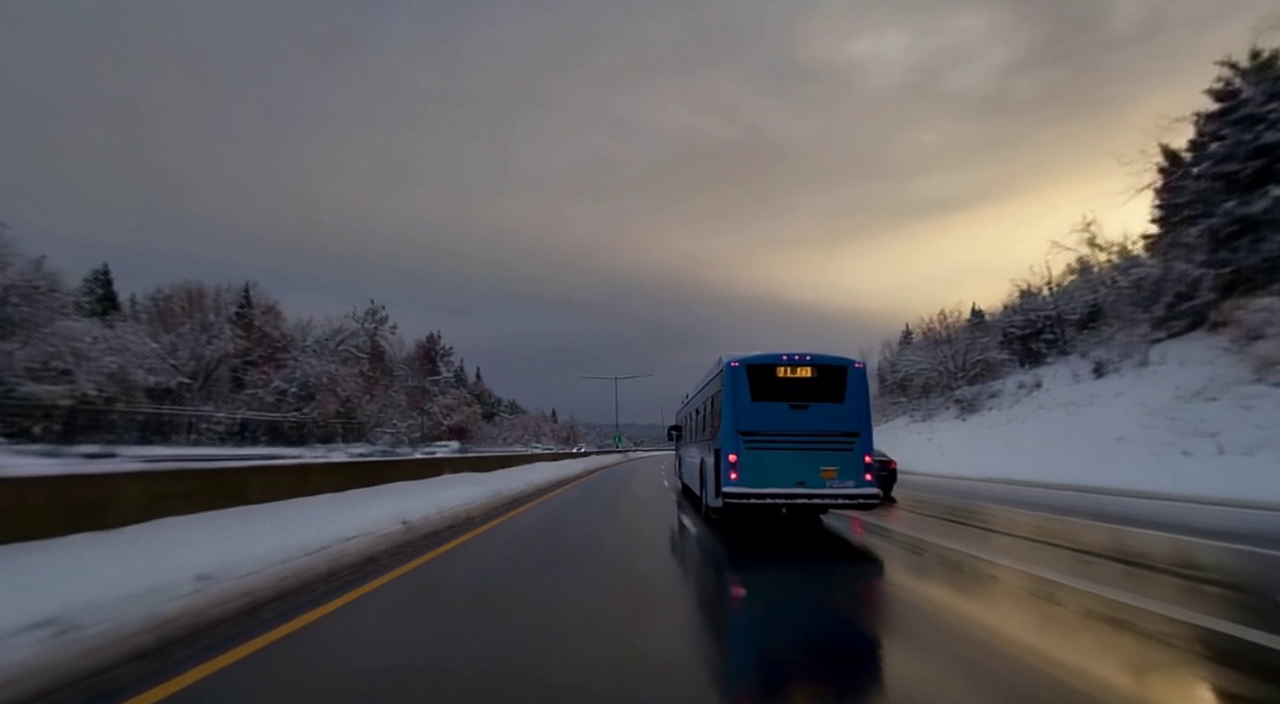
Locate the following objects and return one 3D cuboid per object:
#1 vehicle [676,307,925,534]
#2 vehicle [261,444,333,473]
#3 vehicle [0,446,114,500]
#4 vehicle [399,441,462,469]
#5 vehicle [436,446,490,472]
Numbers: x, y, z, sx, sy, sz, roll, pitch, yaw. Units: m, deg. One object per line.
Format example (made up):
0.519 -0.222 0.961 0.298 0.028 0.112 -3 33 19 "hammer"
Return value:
2.902 2.118 17.236 3.144 3.580 14.591 0 -9 1 "vehicle"
-21.620 6.689 40.048 1.942 1.712 4.495 0 -9 1 "vehicle"
-18.853 3.612 19.175 1.900 1.479 4.436 0 -9 1 "vehicle"
-14.852 7.330 45.245 2.263 1.881 5.692 0 -9 3 "vehicle"
-10.882 6.608 39.216 1.921 1.497 4.443 0 -9 2 "vehicle"
